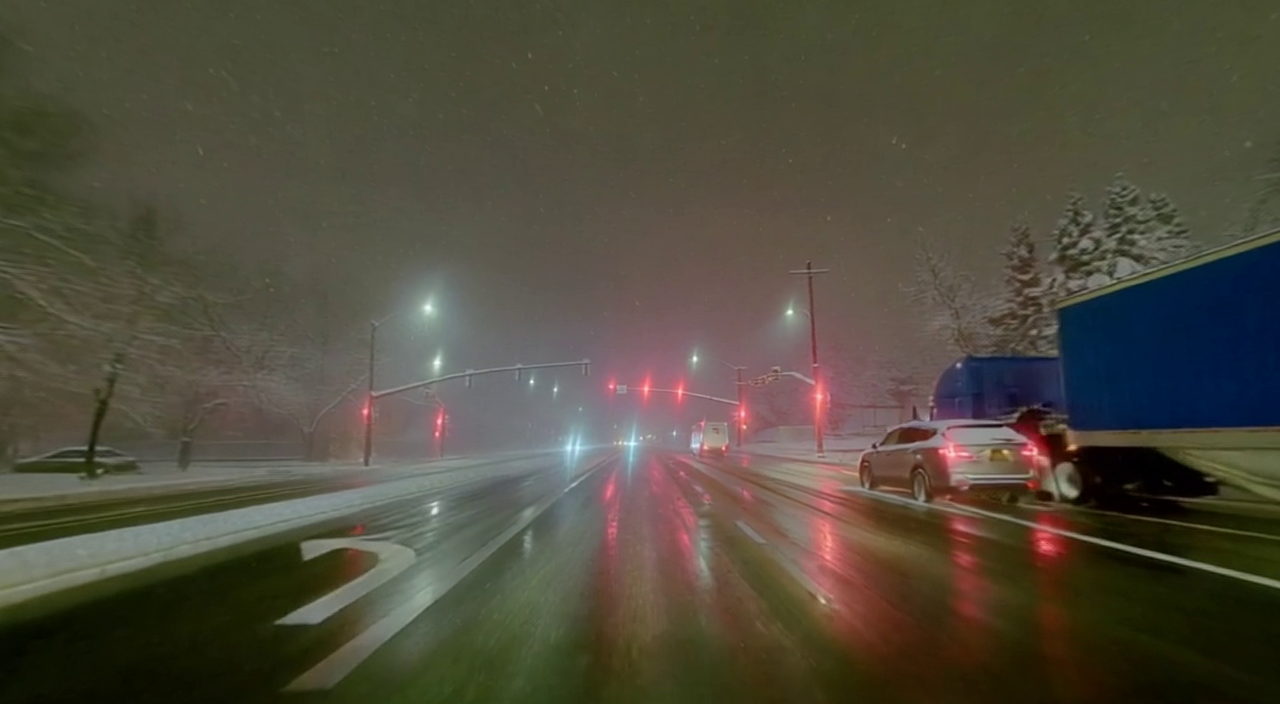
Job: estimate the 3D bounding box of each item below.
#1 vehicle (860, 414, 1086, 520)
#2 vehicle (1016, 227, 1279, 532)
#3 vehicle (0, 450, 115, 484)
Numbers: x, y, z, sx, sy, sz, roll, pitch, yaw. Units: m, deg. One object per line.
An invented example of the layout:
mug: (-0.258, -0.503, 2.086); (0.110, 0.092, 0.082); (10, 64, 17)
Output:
vehicle: (6.385, 2.266, 12.930); (2.012, 1.754, 4.635); (0, -8, -1)
vehicle: (10.376, 0.033, 6.261); (2.975, 4.201, 17.050); (0, -8, 0)
vehicle: (-27.715, 5.326, 29.475); (4.505, 1.457, 2.003); (3, -9, -25)
